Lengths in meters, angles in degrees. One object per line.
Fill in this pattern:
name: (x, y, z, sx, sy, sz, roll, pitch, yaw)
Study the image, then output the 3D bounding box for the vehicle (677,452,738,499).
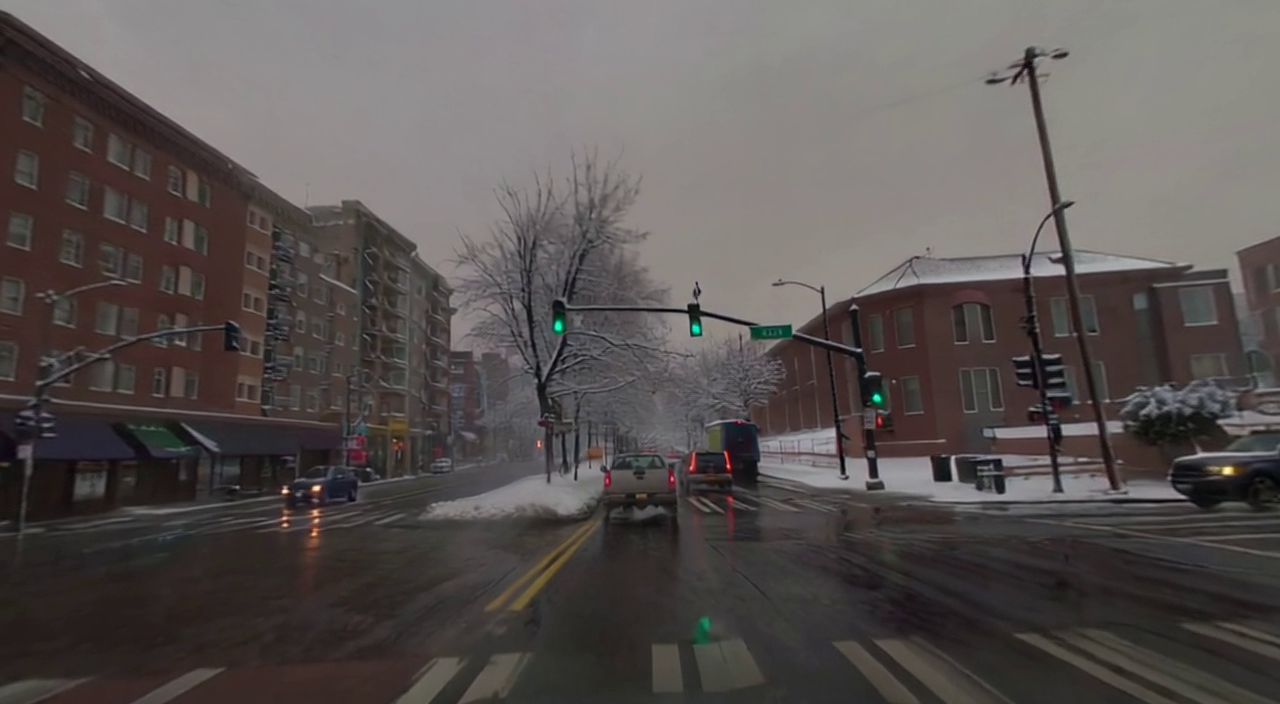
vehicle: (2.726, 5.127, 26.553, 1.939, 1.746, 4.091, 0, -9, -2)

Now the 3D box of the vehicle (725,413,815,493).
vehicle: (6.087, 4.870, 30.732, 2.803, 3.401, 6.688, 0, -9, -1)

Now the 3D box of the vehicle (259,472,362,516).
vehicle: (-14.248, 6.138, 27.653, 2.043, 1.526, 4.617, 0, -9, -1)

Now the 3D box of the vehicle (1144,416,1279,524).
vehicle: (13.839, 2.343, 12.757, 5.156, 2.005, 2.122, -1, -9, 6)

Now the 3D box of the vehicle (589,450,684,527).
vehicle: (-0.079, 3.512, 16.864, 2.209, 1.748, 4.130, 0, -9, 0)
